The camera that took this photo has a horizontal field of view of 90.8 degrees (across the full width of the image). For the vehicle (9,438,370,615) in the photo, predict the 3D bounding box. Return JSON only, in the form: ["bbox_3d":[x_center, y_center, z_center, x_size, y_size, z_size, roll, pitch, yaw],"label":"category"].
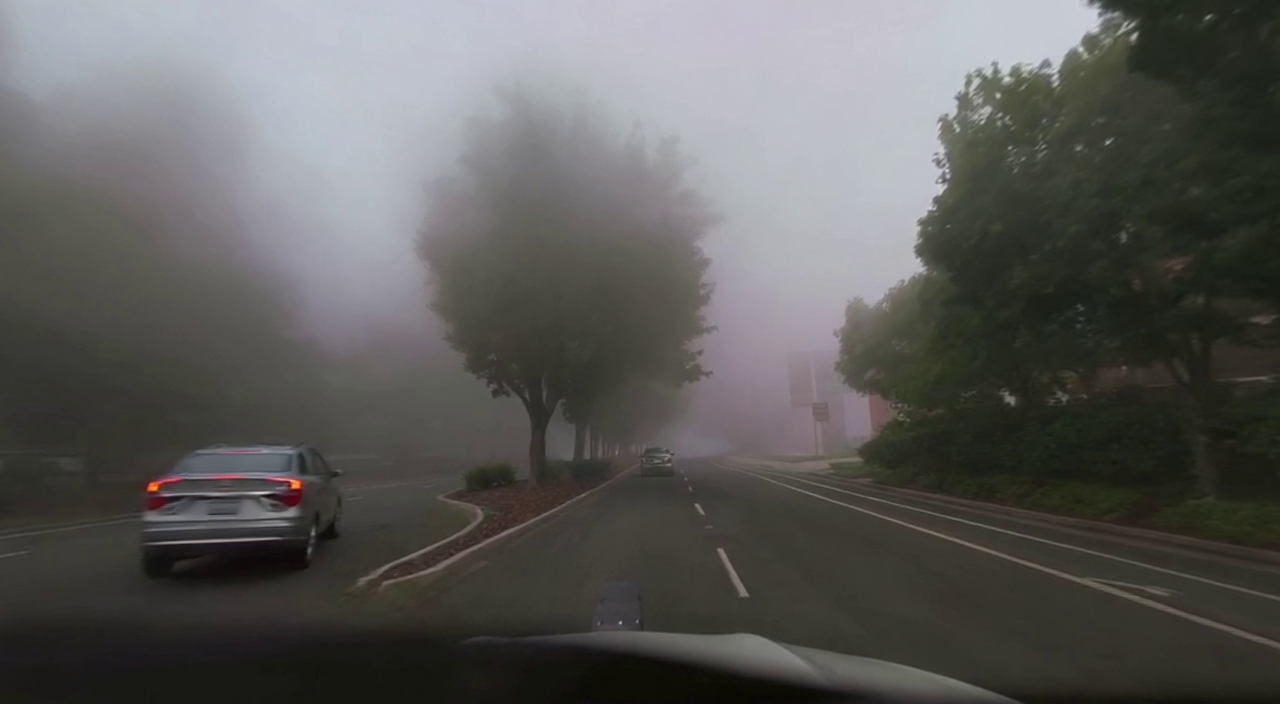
[{"bbox_3d":[-4.984,1.883,8.018,1.966,1.511,4.698,2,-9,-13],"label":"vehicle"}]

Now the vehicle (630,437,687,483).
[{"bbox_3d":[0.777,4.385,25.857,2.123,1.703,4.292,-1,-8,3],"label":"vehicle"}]
